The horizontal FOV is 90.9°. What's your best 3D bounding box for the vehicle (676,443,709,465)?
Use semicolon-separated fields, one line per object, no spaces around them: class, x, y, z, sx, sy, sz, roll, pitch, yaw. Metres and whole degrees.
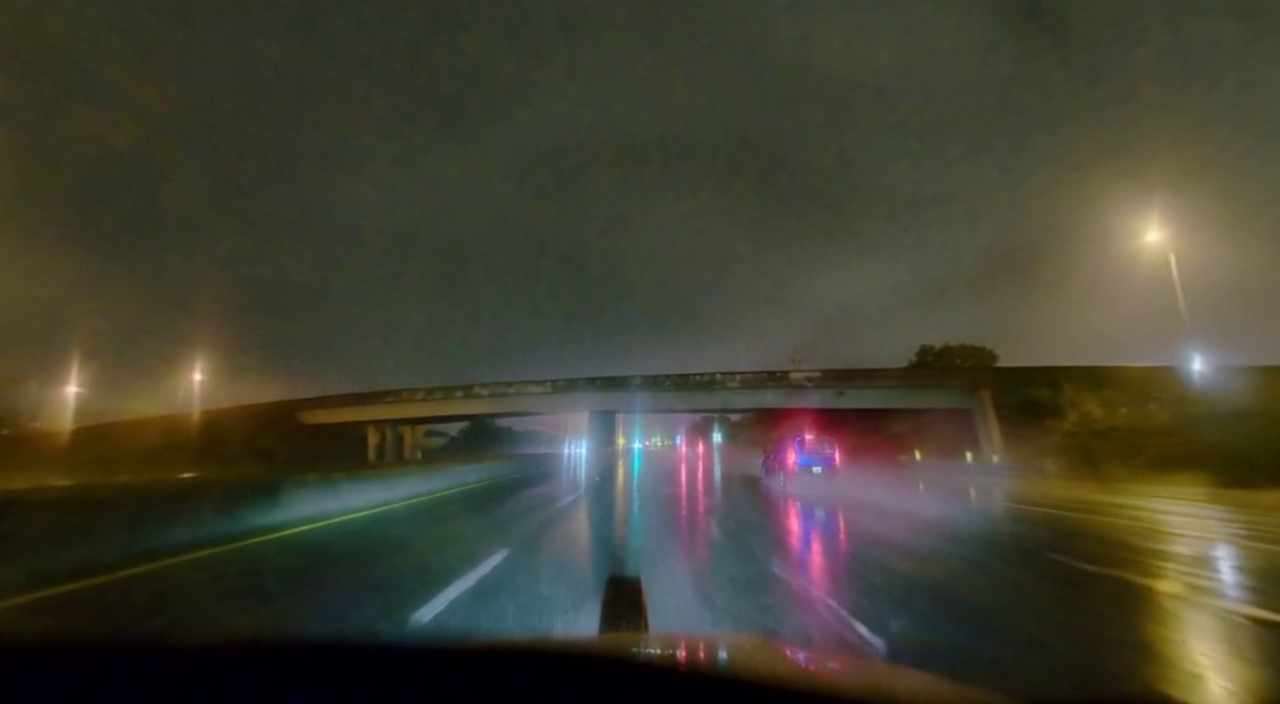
vehicle;3.895;7.618;47.344;1.949;1.515;4.374;0;-9;-1
